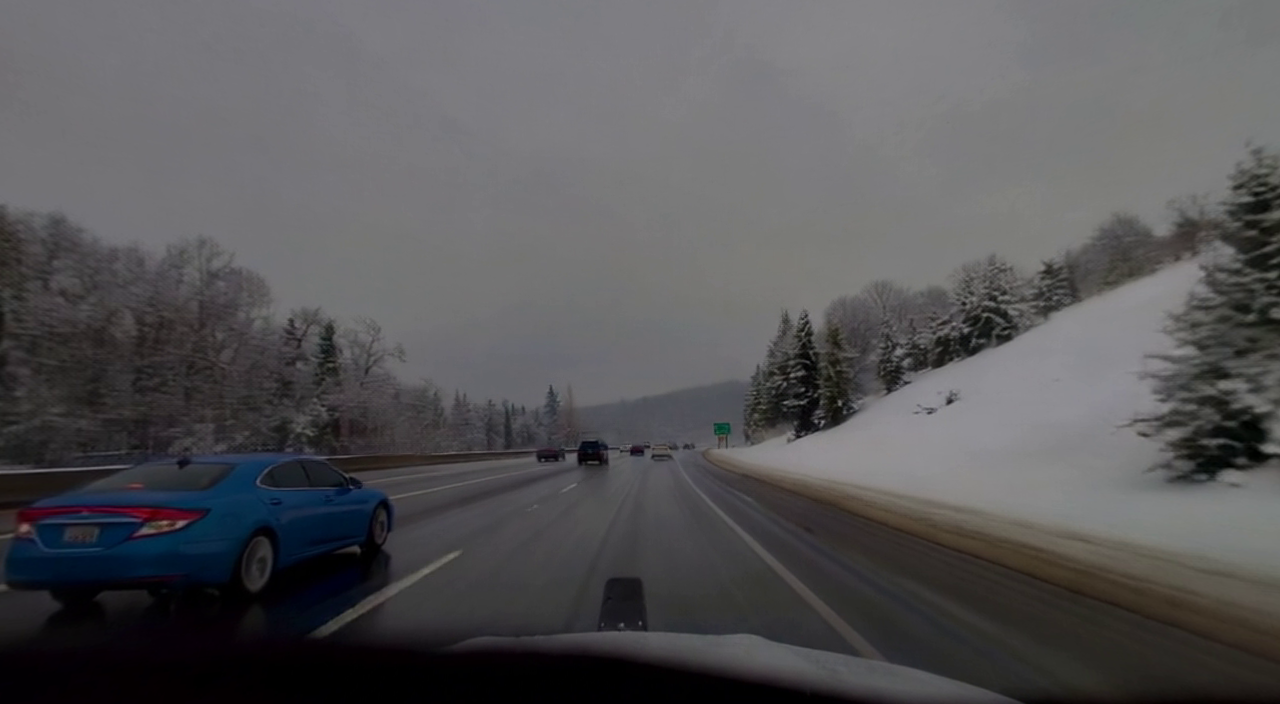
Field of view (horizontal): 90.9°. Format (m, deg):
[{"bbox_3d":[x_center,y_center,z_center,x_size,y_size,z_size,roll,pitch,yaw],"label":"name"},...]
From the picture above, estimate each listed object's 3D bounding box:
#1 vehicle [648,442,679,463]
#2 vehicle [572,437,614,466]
[{"bbox_3d":[1.773,7.325,46.245,2.113,1.464,4.073,0,-8,3],"label":"vehicle"},{"bbox_3d":[-2.879,6.291,39.981,2.071,1.716,4.363,-1,-8,3],"label":"vehicle"}]
